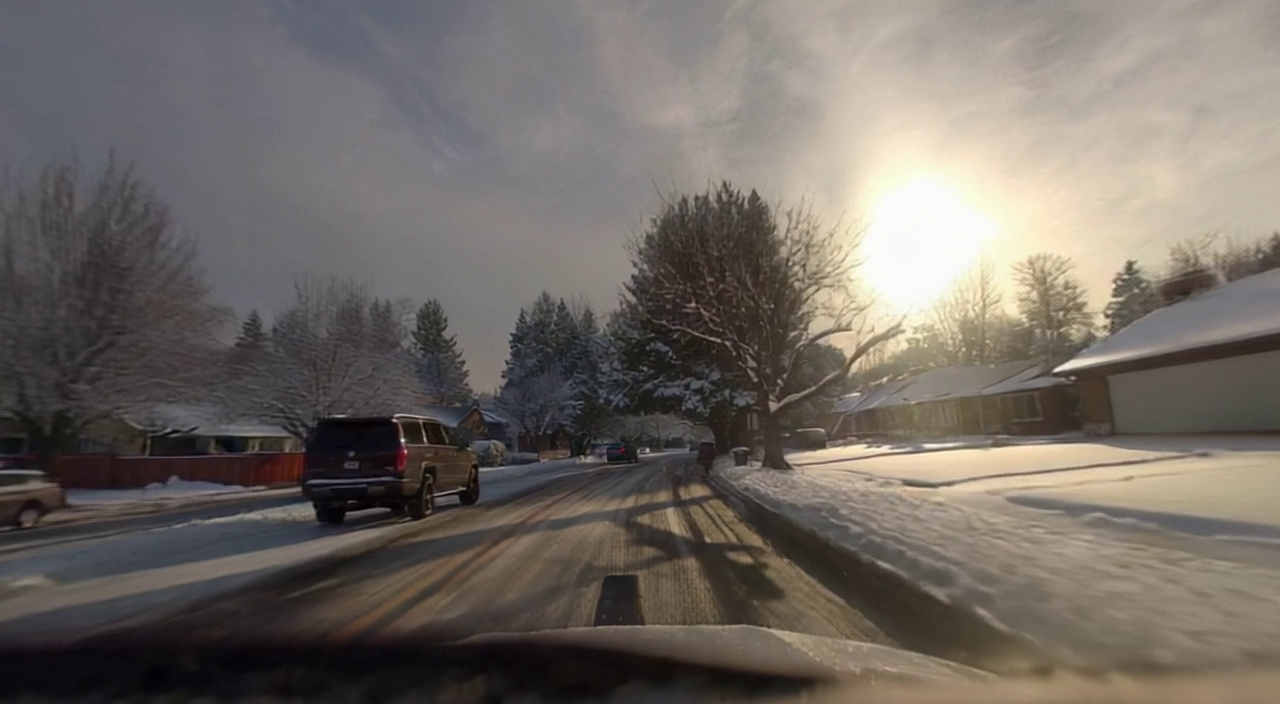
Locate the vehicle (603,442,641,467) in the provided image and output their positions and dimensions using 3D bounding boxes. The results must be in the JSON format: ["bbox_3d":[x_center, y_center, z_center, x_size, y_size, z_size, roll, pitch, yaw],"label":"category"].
[{"bbox_3d":[-1.222,7.403,45.748,2.001,1.664,4.174,-2,-9,9],"label":"vehicle"}]

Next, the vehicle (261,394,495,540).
[{"bbox_3d":[-4.370,2.035,11.726,2.085,2.084,5.133,0,-8,1],"label":"vehicle"}]
